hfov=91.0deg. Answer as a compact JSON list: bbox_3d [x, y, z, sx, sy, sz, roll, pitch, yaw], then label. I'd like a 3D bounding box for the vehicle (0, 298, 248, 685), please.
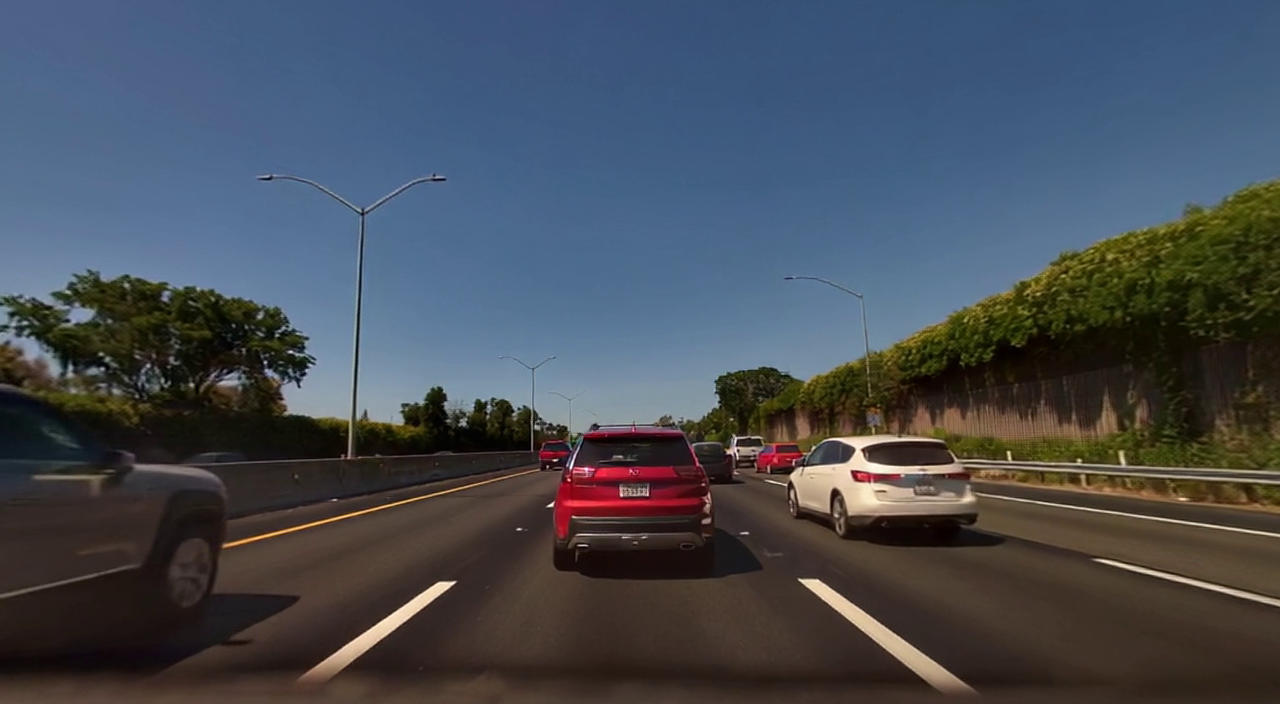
[{"bbox_3d":[-4.155,0.603,2.578,2.070,1.862,4.623,0,-9,0],"label":"vehicle"}]

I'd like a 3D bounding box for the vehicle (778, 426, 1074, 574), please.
[{"bbox_3d":[3.508,1.913,8.984,2.028,1.534,4.691,0,-9,0],"label":"vehicle"}]

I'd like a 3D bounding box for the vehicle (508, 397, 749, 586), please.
[{"bbox_3d":[-0.182,1.601,7.917,2.230,1.740,3.976,0,-9,-2],"label":"vehicle"}]
